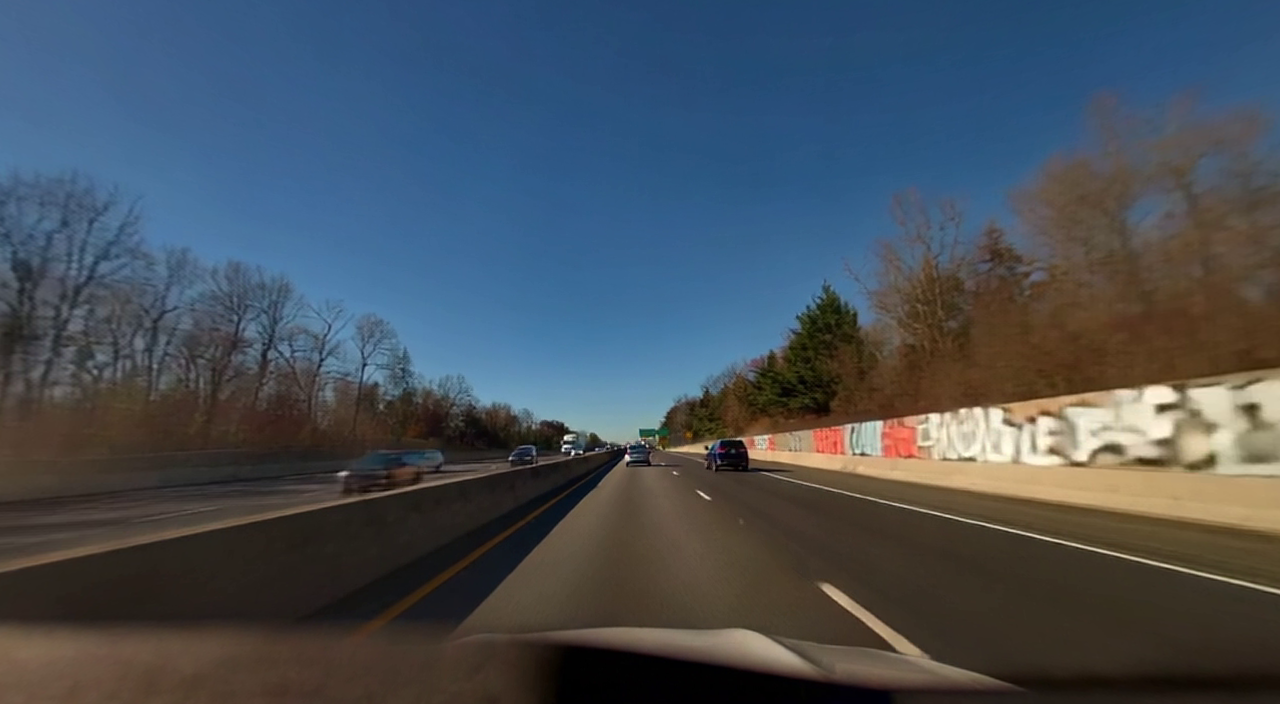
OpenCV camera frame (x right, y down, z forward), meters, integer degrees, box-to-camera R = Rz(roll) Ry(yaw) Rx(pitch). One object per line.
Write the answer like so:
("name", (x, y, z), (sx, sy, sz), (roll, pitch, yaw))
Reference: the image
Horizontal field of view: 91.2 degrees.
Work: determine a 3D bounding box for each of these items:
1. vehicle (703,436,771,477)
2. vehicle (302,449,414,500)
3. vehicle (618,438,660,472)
("vehicle", (4.137, 4.528, 27.356), (2.303, 1.614, 4.154), (-1, -9, 0))
("vehicle", (-9.358, 4.046, 21.222), (1.853, 1.505, 4.218), (-1, -9, 0))
("vehicle", (-0.086, 5.496, 33.519), (2.095, 1.671, 4.219), (0, -9, -1))
